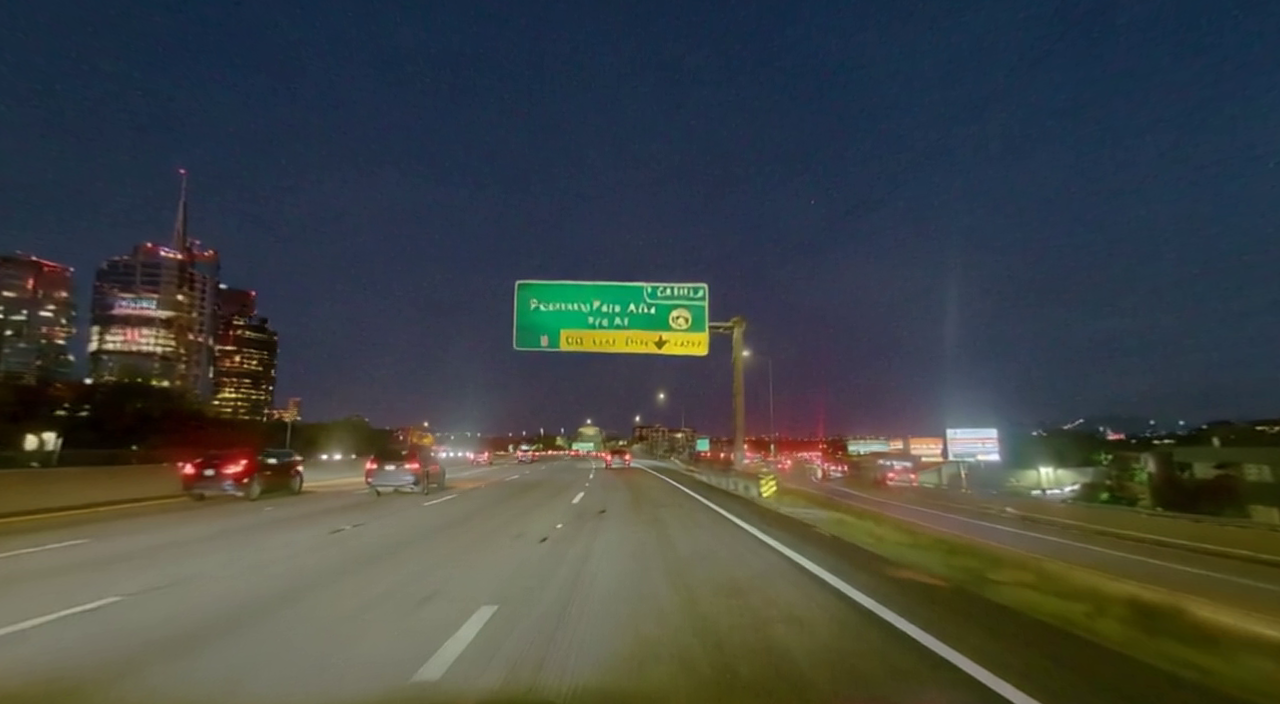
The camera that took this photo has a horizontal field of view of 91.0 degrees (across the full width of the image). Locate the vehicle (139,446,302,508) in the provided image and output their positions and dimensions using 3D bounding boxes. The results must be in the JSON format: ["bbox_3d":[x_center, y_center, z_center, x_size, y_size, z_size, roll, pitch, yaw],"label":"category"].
[{"bbox_3d":[-11.539,3.429,17.727,1.936,1.501,3.900,0,-9,-1],"label":"vehicle"}]

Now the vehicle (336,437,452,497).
[{"bbox_3d":[-7.751,3.650,20.385,2.065,1.689,4.399,0,-9,-1],"label":"vehicle"}]

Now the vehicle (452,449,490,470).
[{"bbox_3d":[-12.817,8.130,47.976,1.861,1.466,4.233,0,-9,-3],"label":"vehicle"}]

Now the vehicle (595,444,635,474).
[{"bbox_3d":[-1.418,5.974,35.394,2.110,1.501,4.319,0,-9,-3],"label":"vehicle"}]
